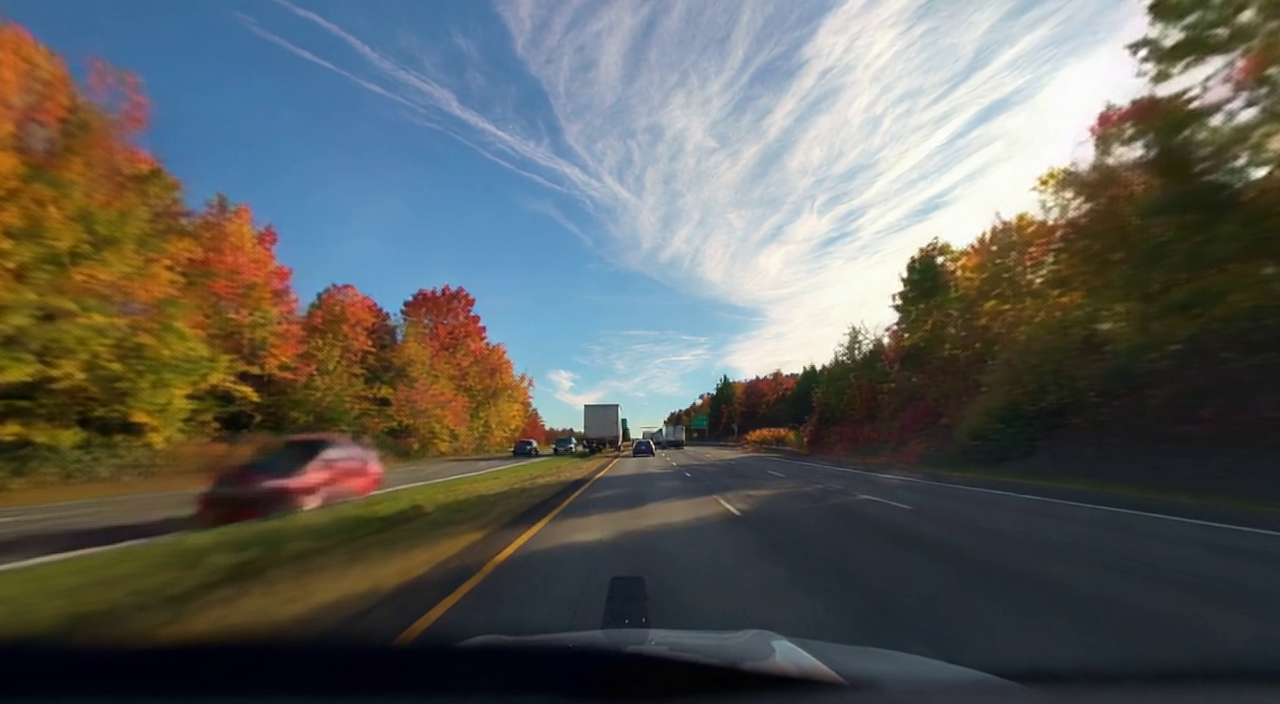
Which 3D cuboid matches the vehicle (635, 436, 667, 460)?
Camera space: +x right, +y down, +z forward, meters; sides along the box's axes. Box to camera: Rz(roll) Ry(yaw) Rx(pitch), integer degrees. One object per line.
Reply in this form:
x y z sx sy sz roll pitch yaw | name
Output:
0.671 6.171 40.481 1.924 1.498 3.817 0 -8 0 | vehicle

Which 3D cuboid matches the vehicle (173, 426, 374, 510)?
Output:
-7.712 2.460 13.823 1.848 1.549 4.157 0 -8 1 | vehicle
